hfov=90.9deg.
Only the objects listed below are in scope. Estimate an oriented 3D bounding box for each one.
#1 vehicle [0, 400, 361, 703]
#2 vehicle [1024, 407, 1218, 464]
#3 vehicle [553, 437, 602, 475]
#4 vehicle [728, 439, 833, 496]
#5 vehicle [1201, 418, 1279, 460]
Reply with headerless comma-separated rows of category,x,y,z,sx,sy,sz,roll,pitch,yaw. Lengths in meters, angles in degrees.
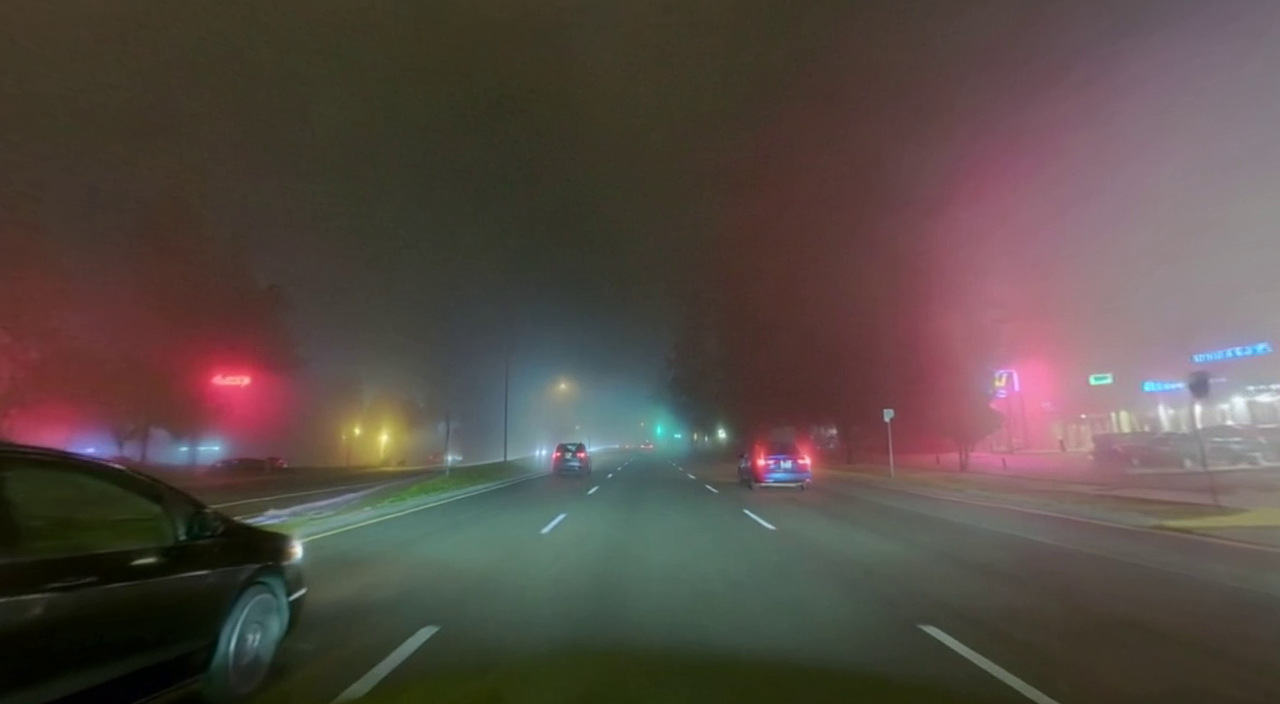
vehicle,-3.012,0.887,1.905,2.082,1.460,4.922,0,-8,0
vehicle,20.456,3.681,27.543,2.705,2.011,7.332,-3,-8,1
vehicle,-3.109,5.277,32.195,1.981,1.731,4.360,-1,-8,1
vehicle,4.049,3.403,19.095,2.036,1.480,4.659,0,-8,-1
vehicle,26.475,3.612,26.145,2.047,1.662,4.510,0,-8,-2
